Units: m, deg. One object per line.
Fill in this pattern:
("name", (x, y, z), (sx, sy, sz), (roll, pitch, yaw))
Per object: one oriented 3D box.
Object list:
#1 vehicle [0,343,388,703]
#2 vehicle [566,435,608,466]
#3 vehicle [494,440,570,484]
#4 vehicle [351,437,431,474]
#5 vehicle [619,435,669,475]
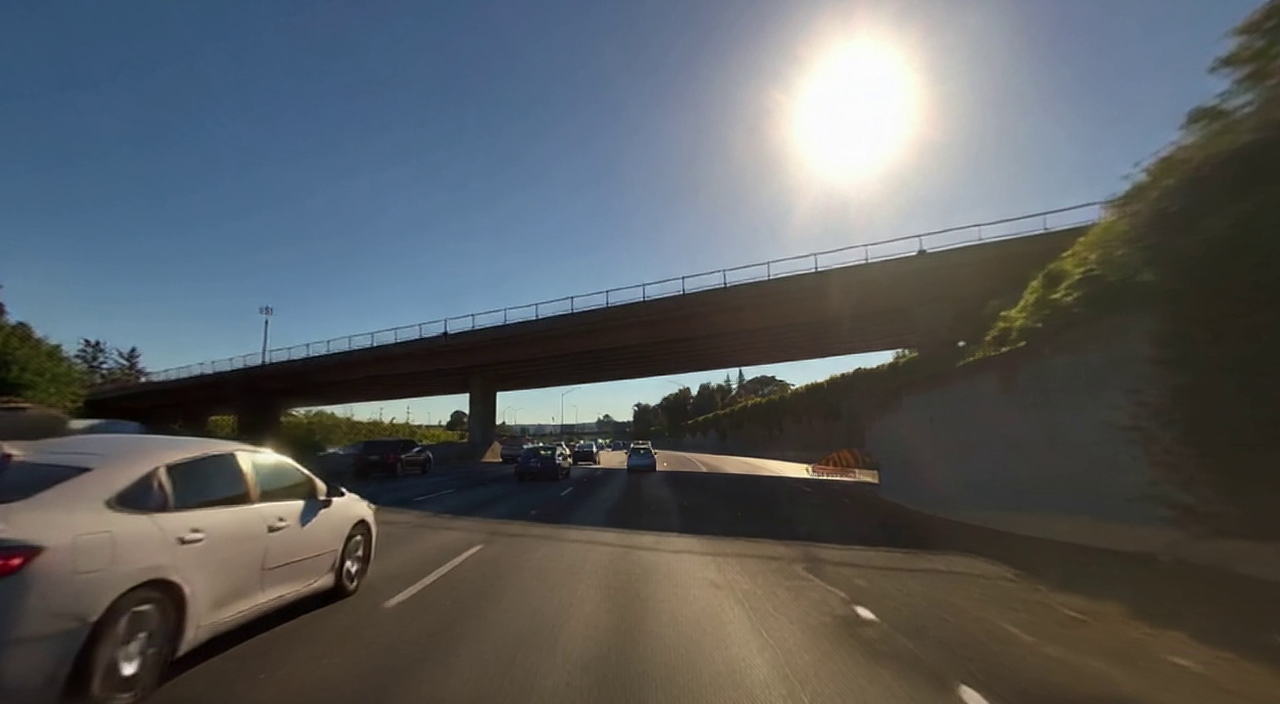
("vehicle", (-3.746, 1.092, 4.296), (2.161, 1.759, 4.482), (0, -8, 0))
("vehicle", (-3.367, 6.357, 40.786), (2.237, 1.841, 4.683), (0, -8, 1))
("vehicle", (-3.912, 4.064, 23.631), (1.997, 1.490, 4.471), (0, -8, 1))
("vehicle", (-11.745, 4.889, 29.960), (1.954, 1.640, 4.339), (0, -8, 1))
("vehicle", (0.198, 4.759, 29.276), (2.160, 1.678, 4.178), (0, -8, 0))
